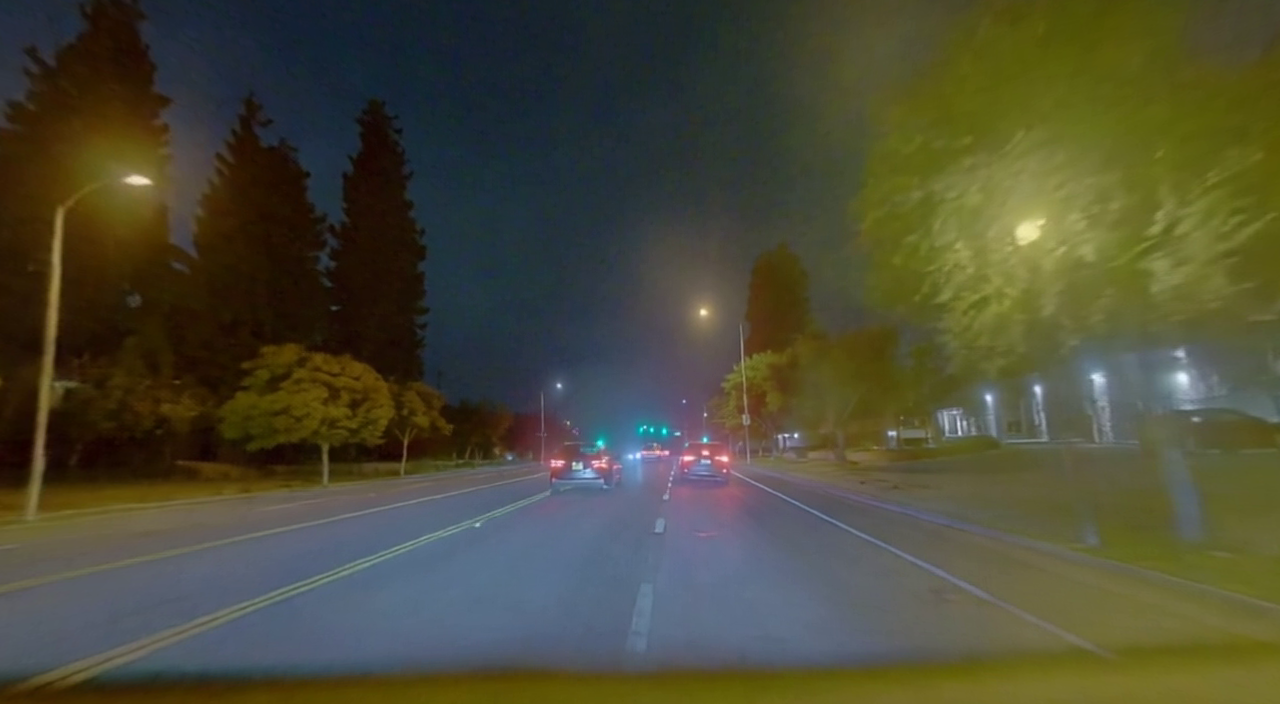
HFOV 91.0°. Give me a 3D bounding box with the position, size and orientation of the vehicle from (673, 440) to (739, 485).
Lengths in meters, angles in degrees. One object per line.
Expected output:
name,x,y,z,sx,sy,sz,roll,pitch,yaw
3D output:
vehicle,2.238,3.869,22.401,2.065,1.456,4.099,0,-8,2

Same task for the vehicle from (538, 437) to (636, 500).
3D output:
vehicle,-1.283,3.111,17.281,2.030,1.467,4.403,-1,-8,4

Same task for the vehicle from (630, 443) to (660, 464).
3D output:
vehicle,0.428,7.642,47.611,2.114,1.500,3.912,0,-8,3
